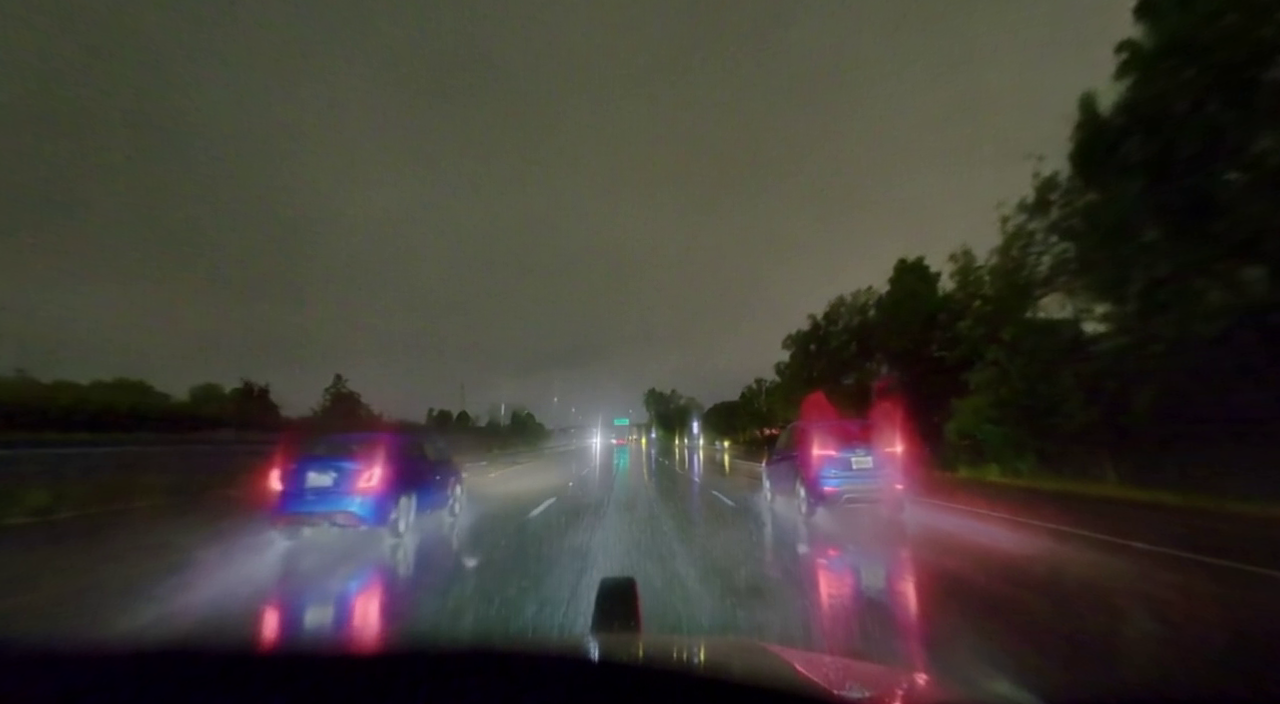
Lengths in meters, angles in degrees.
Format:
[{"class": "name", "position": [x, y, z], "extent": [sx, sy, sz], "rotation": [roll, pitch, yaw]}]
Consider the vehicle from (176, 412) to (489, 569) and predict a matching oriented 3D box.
[{"class": "vehicle", "position": [-3.751, 1.759, 8.825], "extent": [2.206, 1.604, 4.374], "rotation": [0, -8, -1]}]

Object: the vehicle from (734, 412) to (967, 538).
[{"class": "vehicle", "position": [3.152, 1.947, 10.601], "extent": [2.349, 1.651, 4.161], "rotation": [0, -8, -2]}]
